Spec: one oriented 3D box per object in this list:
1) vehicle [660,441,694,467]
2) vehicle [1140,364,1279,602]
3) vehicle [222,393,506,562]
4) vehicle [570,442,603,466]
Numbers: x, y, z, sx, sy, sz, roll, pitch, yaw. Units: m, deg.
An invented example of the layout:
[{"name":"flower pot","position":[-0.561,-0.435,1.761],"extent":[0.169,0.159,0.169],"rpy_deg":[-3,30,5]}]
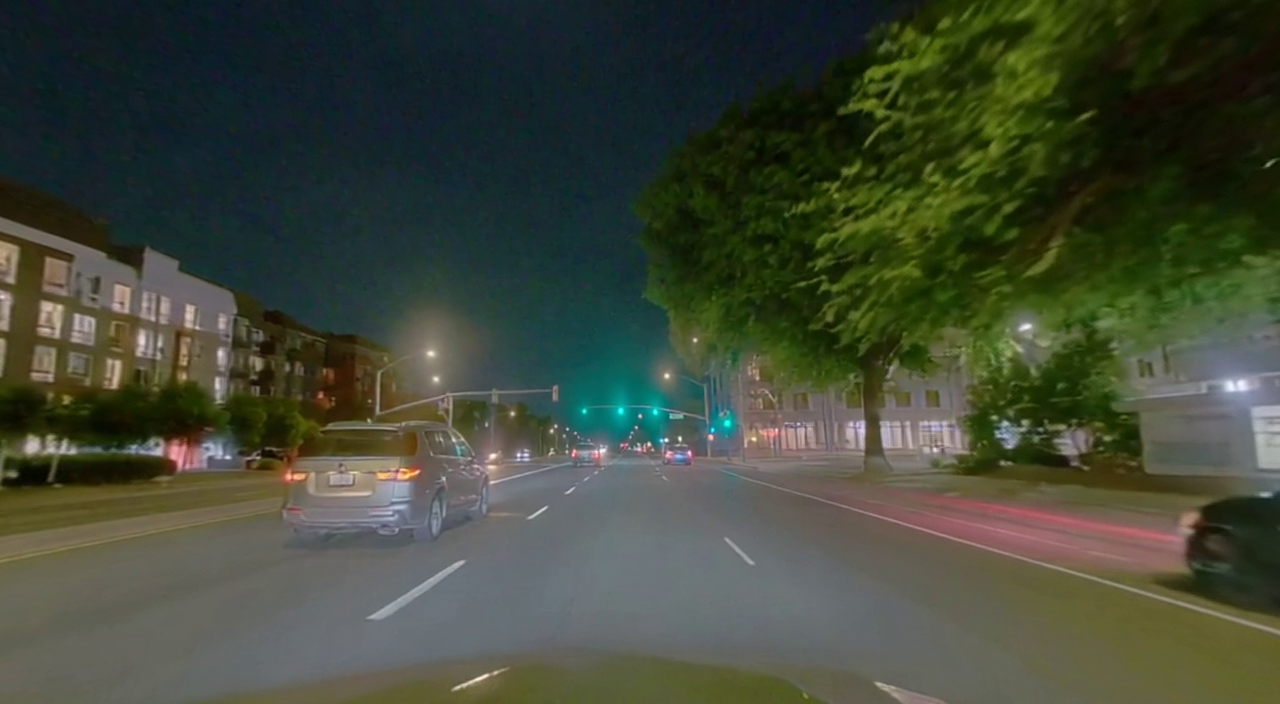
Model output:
[{"name":"vehicle","position":[2.577,7.239,45.078],"extent":[2.018,1.719,4.369],"rpy_deg":[0,-9,-2]},{"name":"vehicle","position":[6.991,0.960,4.117],"extent":[2.521,2.108,6.111],"rpy_deg":[1,-9,1]},{"name":"vehicle","position":[-3.825,1.877,10.153],"extent":[2.225,1.984,5.168],"rpy_deg":[0,-9,0]},{"name":"vehicle","position":[-4.072,7.795,48.434],"extent":[2.083,1.685,4.069],"rpy_deg":[-1,-9,1]}]
